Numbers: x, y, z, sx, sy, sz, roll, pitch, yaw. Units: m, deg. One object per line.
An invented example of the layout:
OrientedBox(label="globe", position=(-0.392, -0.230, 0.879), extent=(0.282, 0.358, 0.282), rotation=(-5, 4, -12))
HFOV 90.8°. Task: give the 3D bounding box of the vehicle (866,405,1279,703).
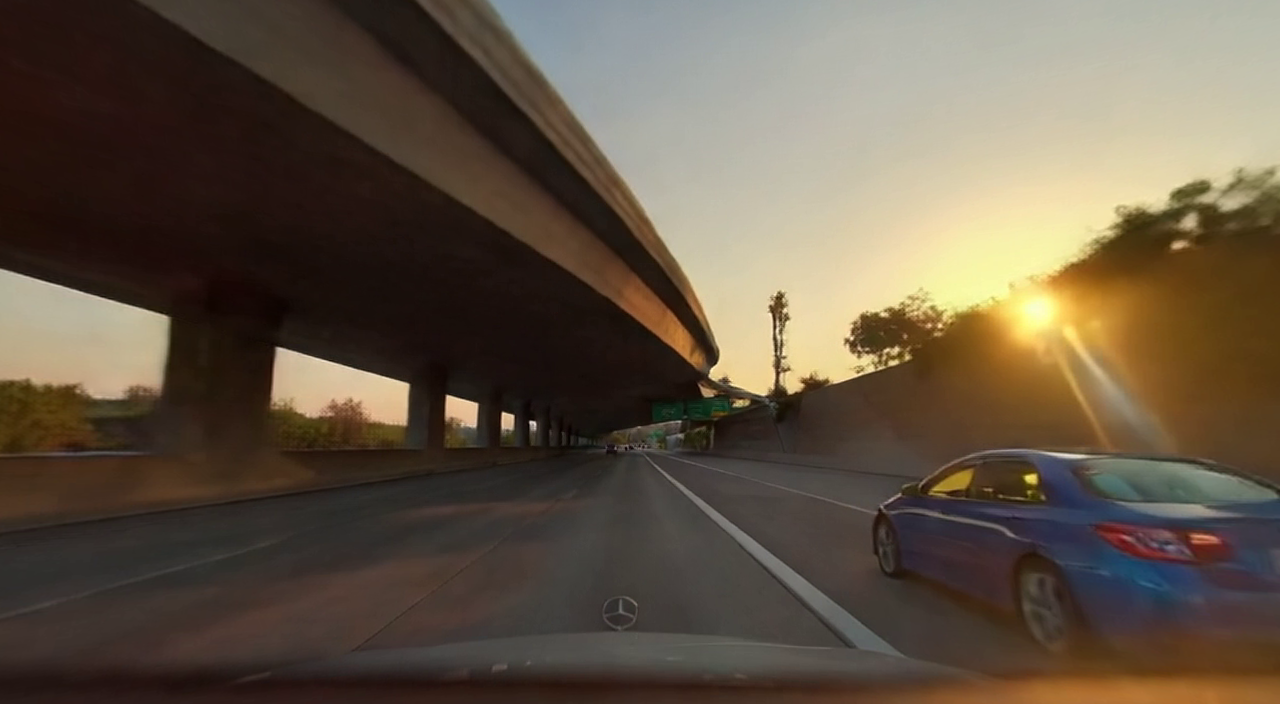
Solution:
OrientedBox(label="vehicle", position=(3.416, 1.227, 4.276), extent=(1.989, 1.479, 4.670), rotation=(0, -9, -1))
